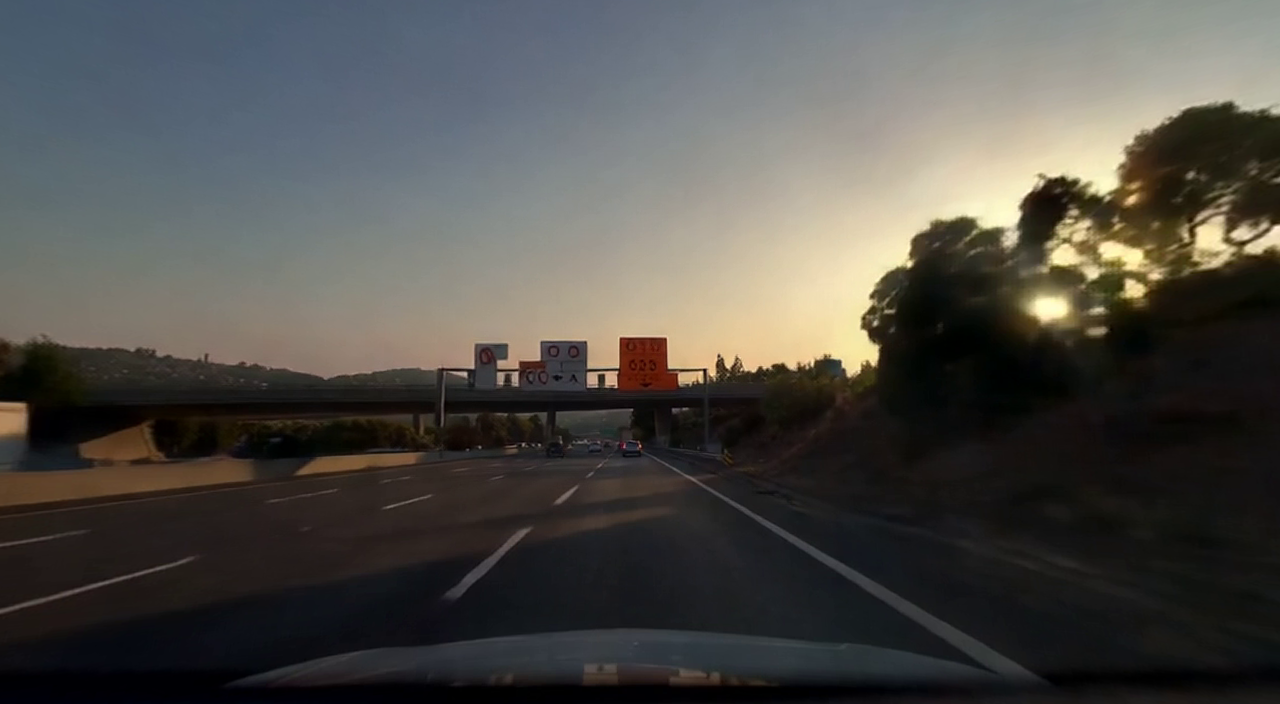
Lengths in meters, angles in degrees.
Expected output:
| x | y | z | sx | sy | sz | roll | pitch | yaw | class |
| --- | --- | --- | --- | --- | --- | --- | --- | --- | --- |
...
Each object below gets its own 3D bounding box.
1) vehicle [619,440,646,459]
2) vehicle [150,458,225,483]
| x | y | z | sx | sy | sz | roll | pitch | yaw | class |
| --- | --- | --- | --- | --- | --- | --- | --- | --- | --- |
| -0.635 | 7.633 | 49.463 | 2.072 | 1.440 | 3.690 | 0 | -8 | -2 | vehicle |
| -29.482 | 7.719 | 41.202 | 1.863 | 1.449 | 4.350 | 0 | -8 | -3 | vehicle |
